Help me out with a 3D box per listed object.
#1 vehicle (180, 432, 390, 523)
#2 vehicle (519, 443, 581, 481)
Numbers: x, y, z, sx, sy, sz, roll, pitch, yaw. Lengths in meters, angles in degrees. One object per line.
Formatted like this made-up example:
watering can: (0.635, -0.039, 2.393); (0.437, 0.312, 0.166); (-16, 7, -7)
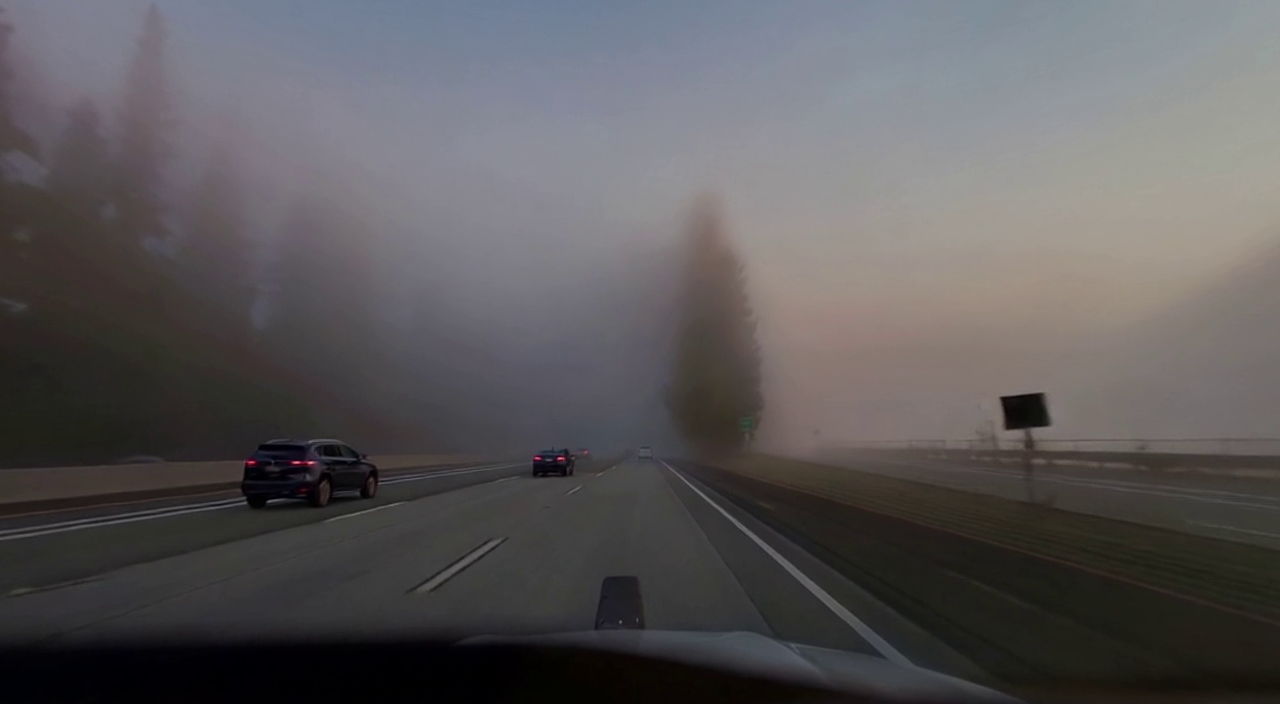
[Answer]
vehicle: (-7.232, 2.581, 13.461); (2.007, 1.616, 4.141); (0, -9, 1)
vehicle: (-4.045, 5.026, 29.050); (2.104, 1.558, 4.639); (0, -9, 1)
